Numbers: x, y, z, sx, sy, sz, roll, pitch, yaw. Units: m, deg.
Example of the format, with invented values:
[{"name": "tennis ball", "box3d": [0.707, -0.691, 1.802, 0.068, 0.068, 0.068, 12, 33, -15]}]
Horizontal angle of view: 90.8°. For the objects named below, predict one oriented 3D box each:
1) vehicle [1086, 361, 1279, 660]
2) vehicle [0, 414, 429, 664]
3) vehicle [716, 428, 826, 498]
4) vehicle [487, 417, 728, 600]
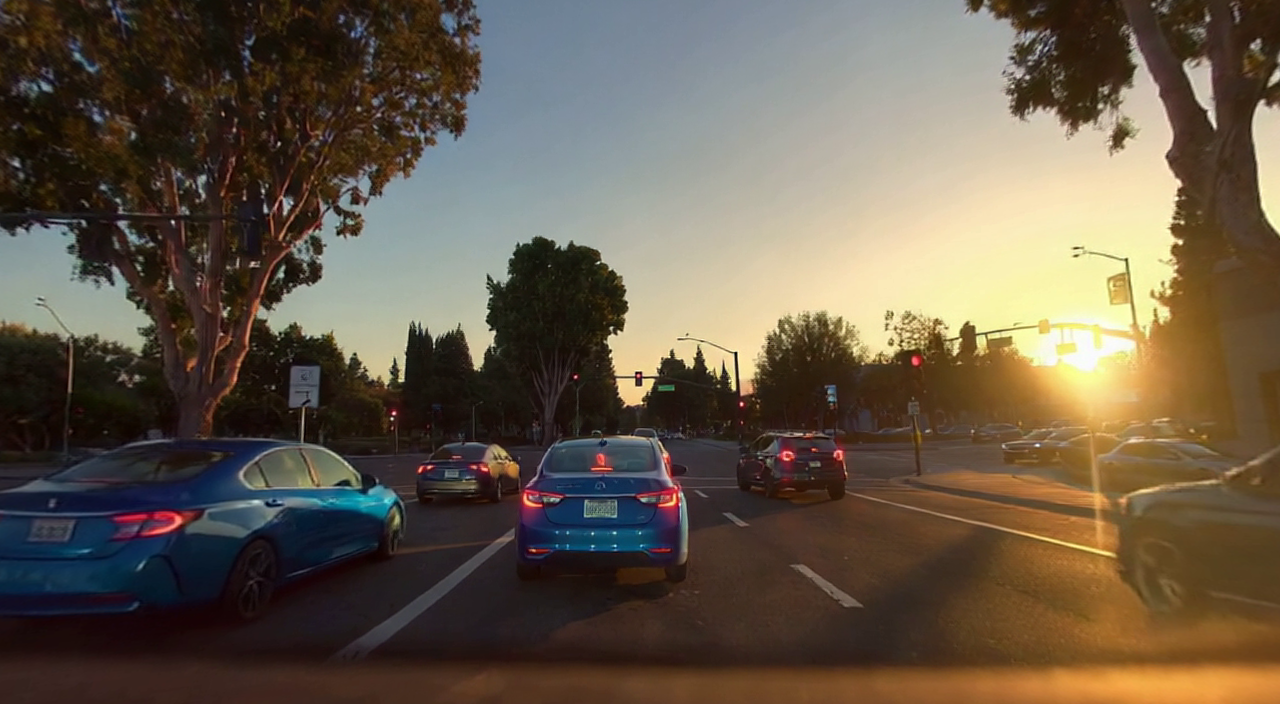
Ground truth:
[{"name": "vehicle", "box3d": [4.841, 0.821, 2.958, 2.038, 1.750, 4.535, 0, -8, -2]}, {"name": "vehicle", "box3d": [-3.795, 1.450, 6.059, 2.074, 1.485, 4.395, 0, -8, -1]}, {"name": "vehicle", "box3d": [3.440, 3.011, 17.514, 2.028, 1.678, 4.220, 0, -8, -2]}, {"name": "vehicle", "box3d": [-0.342, 1.644, 7.552, 2.045, 1.533, 4.183, 0, -8, -2]}]
